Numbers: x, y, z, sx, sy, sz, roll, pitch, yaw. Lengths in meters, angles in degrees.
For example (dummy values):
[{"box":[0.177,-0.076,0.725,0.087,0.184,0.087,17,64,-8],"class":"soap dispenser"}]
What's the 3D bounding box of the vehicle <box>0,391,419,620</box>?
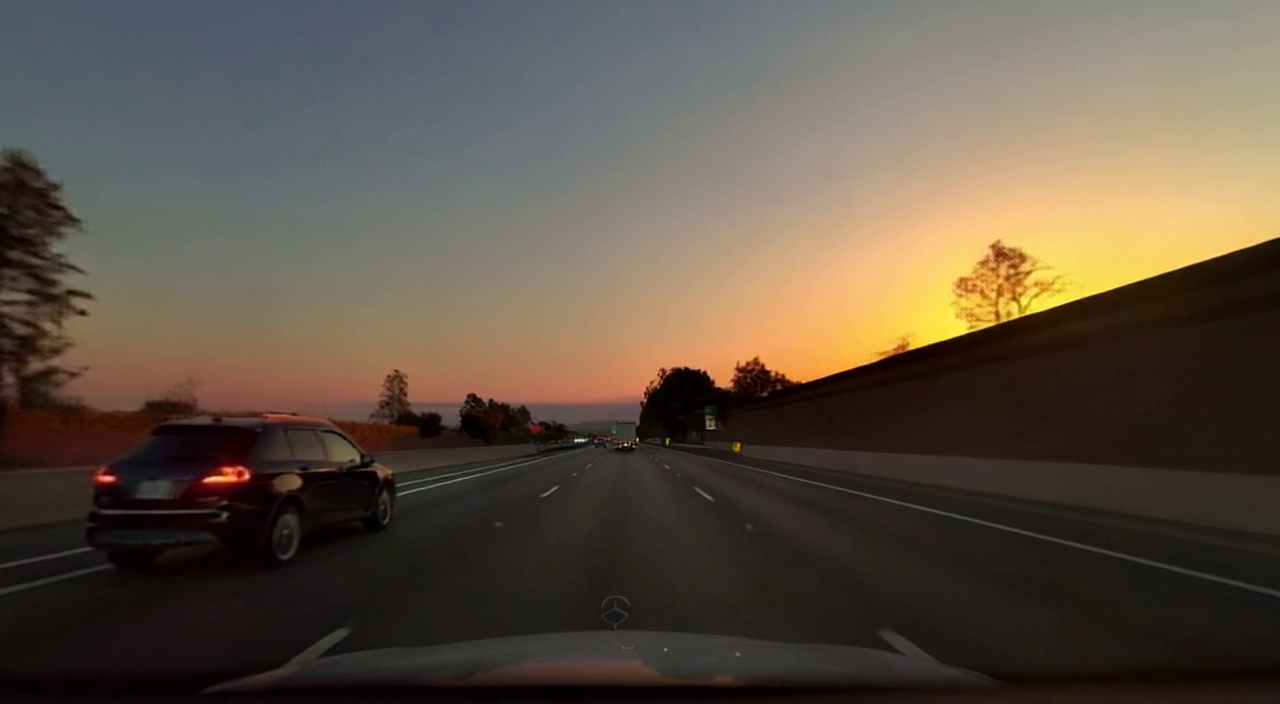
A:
[{"box":[-4.337,1.432,6.991,2.123,1.655,4.688,0,-8,-1],"class":"vehicle"}]
